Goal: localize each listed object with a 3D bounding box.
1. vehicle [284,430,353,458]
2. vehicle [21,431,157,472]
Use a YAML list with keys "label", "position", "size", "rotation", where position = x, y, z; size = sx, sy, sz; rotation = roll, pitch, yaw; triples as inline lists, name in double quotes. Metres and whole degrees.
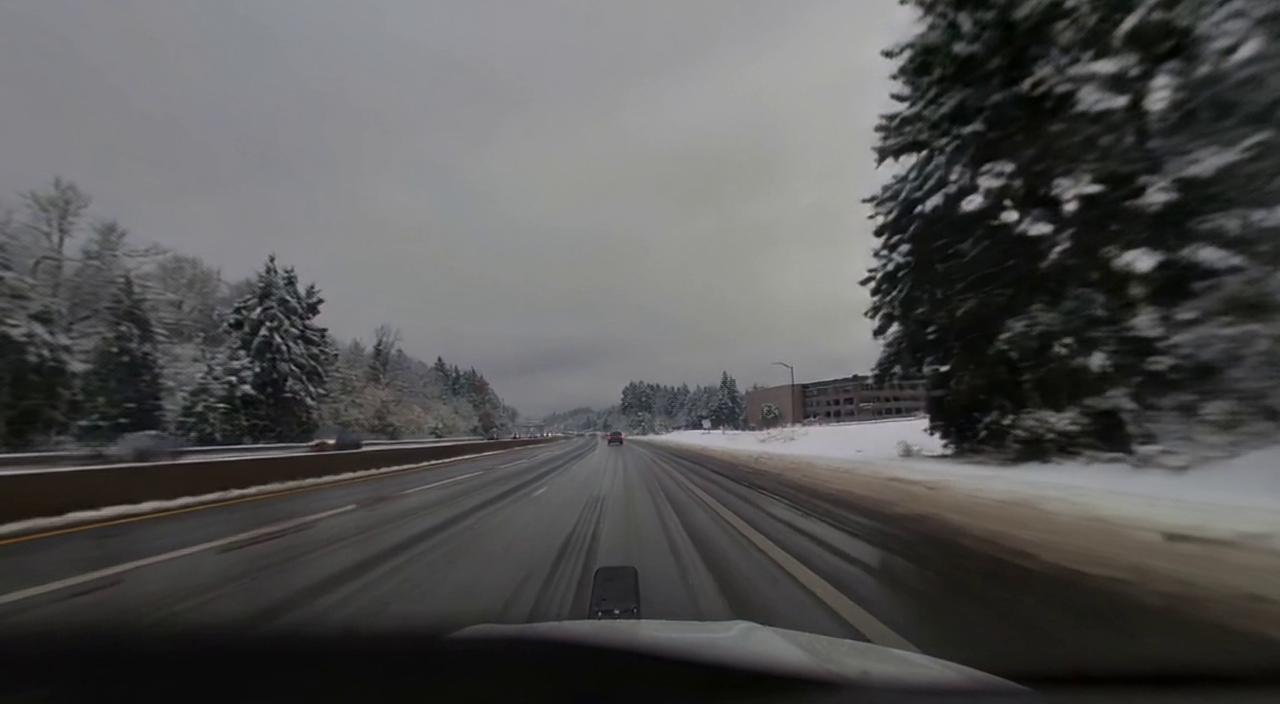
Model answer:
- label: "vehicle"
  position: [-19.499, 5.552, 38.410]
  size: [1.858, 1.586, 4.625]
  rotation: [0, -8, -2]
- label: "vehicle"
  position: [-22.330, 4.003, 25.788]
  size: [1.926, 1.524, 4.083]
  rotation: [0, -8, -2]
